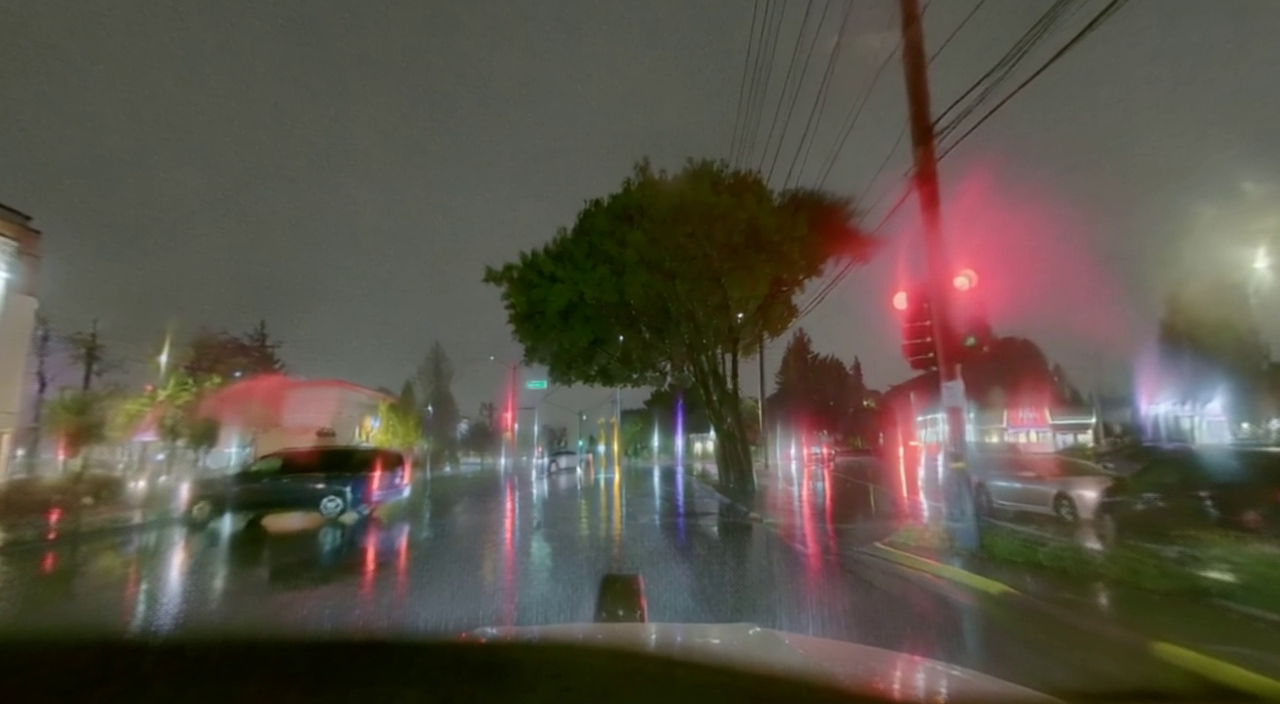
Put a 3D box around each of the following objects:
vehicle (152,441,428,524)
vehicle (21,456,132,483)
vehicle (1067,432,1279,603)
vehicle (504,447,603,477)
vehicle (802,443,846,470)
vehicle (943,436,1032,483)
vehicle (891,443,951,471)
[{"bbox_3d":[-6.716,2.520,12.470,4.376,1.476,1.791,0,-9,2],"label":"vehicle"},{"bbox_3d":[-34.829,7.241,39.224,1.840,1.451,4.657,-4,-10,26],"label":"vehicle"},{"bbox_3d":[6.893,1.694,7.099,1.867,1.479,4.452,-2,-9,12],"label":"vehicle"},{"bbox_3d":[-4.621,5.907,34.118,4.792,1.468,2.116,-2,-9,14],"label":"vehicle"},{"bbox_3d":[11.152,6.347,38.594,2.061,1.519,4.794,-1,-8,10],"label":"vehicle"},{"bbox_3d":[13.628,4.228,25.076,1.921,1.657,4.400,-2,-9,14],"label":"vehicle"},{"bbox_3d":[16.229,6.068,36.739,1.951,1.491,4.359,-1,-9,7],"label":"vehicle"}]
